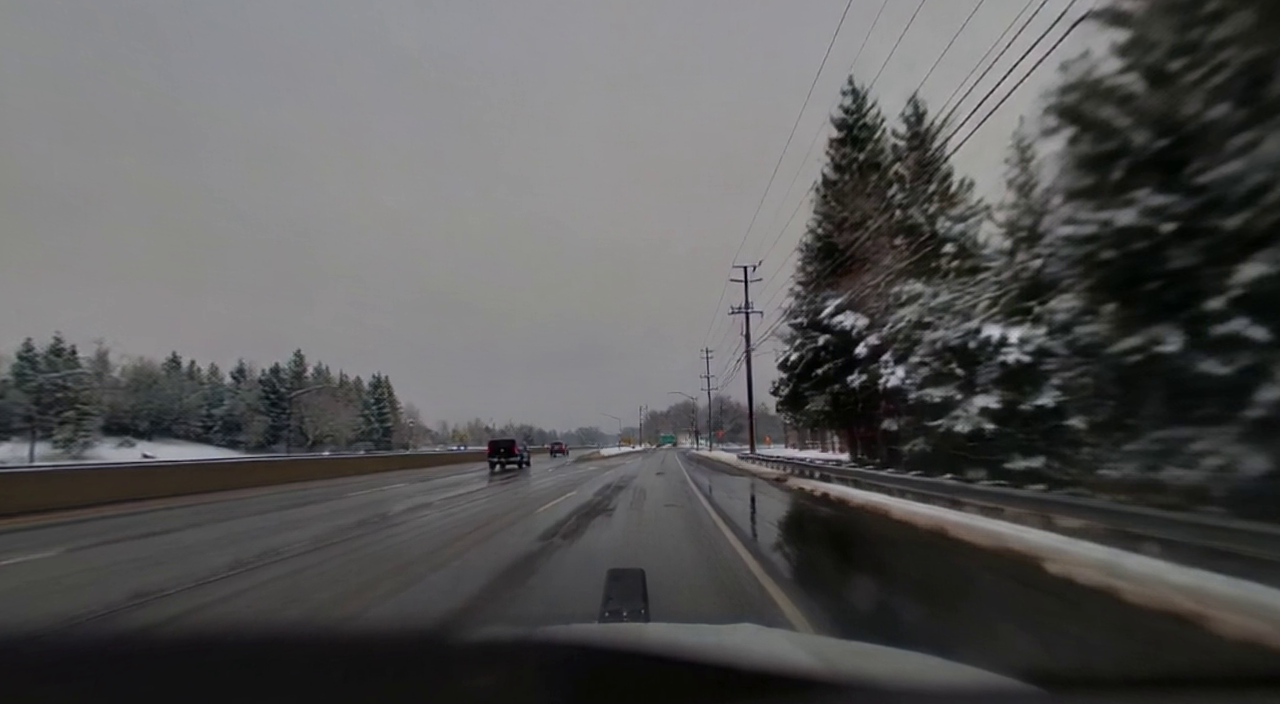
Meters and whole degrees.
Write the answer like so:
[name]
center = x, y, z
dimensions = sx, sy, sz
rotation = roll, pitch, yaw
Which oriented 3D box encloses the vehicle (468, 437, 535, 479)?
[vehicle]
center = -5.763, 4.427, 26.656
dimensions = 2.029, 1.609, 3.935
rotation = 0, -8, -2
